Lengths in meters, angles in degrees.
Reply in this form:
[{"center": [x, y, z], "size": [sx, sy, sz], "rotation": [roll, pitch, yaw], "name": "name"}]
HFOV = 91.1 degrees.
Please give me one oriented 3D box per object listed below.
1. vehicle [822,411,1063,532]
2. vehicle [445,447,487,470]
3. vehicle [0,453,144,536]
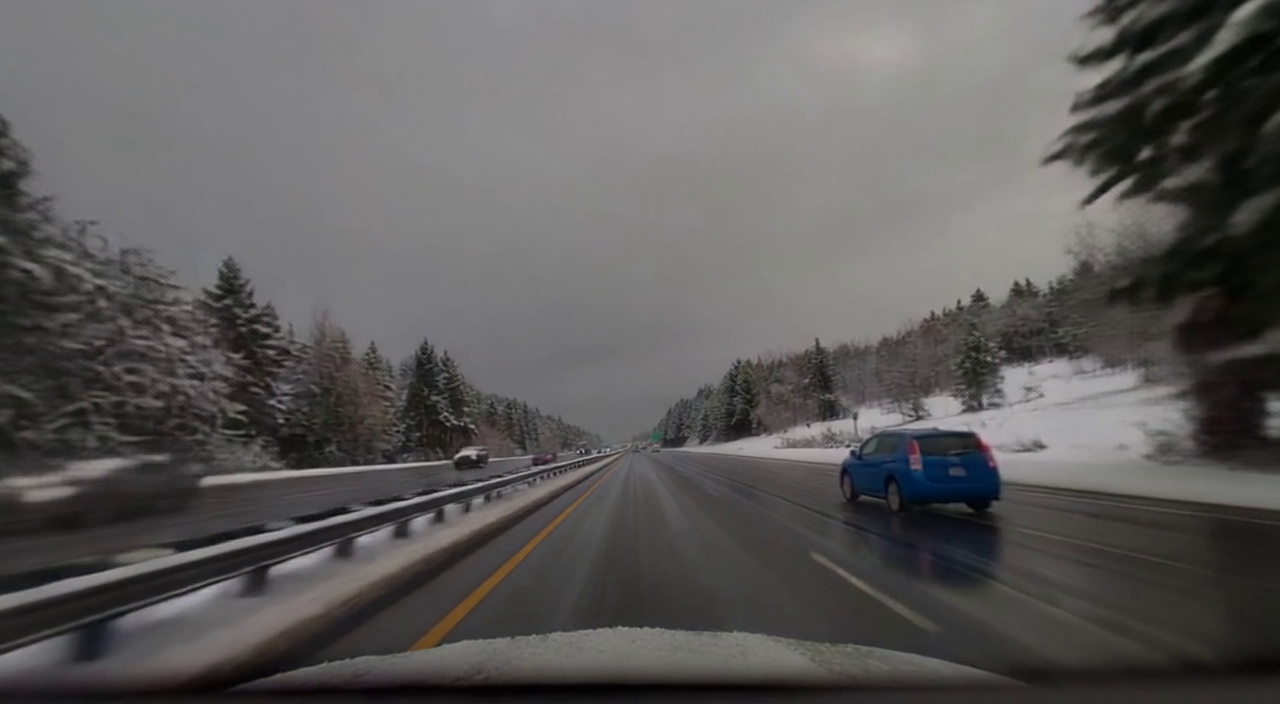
[{"center": [5.200, 2.134, 11.760], "size": [2.117, 1.783, 4.627], "rotation": [0, -9, -1], "name": "vehicle"}, {"center": [-13.263, 8.113, 48.261], "size": [2.024, 1.663, 4.158], "rotation": [0, -9, 0], "name": "vehicle"}, {"center": [-12.736, 2.798, 12.596], "size": [1.944, 1.474, 4.503], "rotation": [0, -9, -1], "name": "vehicle"}]
